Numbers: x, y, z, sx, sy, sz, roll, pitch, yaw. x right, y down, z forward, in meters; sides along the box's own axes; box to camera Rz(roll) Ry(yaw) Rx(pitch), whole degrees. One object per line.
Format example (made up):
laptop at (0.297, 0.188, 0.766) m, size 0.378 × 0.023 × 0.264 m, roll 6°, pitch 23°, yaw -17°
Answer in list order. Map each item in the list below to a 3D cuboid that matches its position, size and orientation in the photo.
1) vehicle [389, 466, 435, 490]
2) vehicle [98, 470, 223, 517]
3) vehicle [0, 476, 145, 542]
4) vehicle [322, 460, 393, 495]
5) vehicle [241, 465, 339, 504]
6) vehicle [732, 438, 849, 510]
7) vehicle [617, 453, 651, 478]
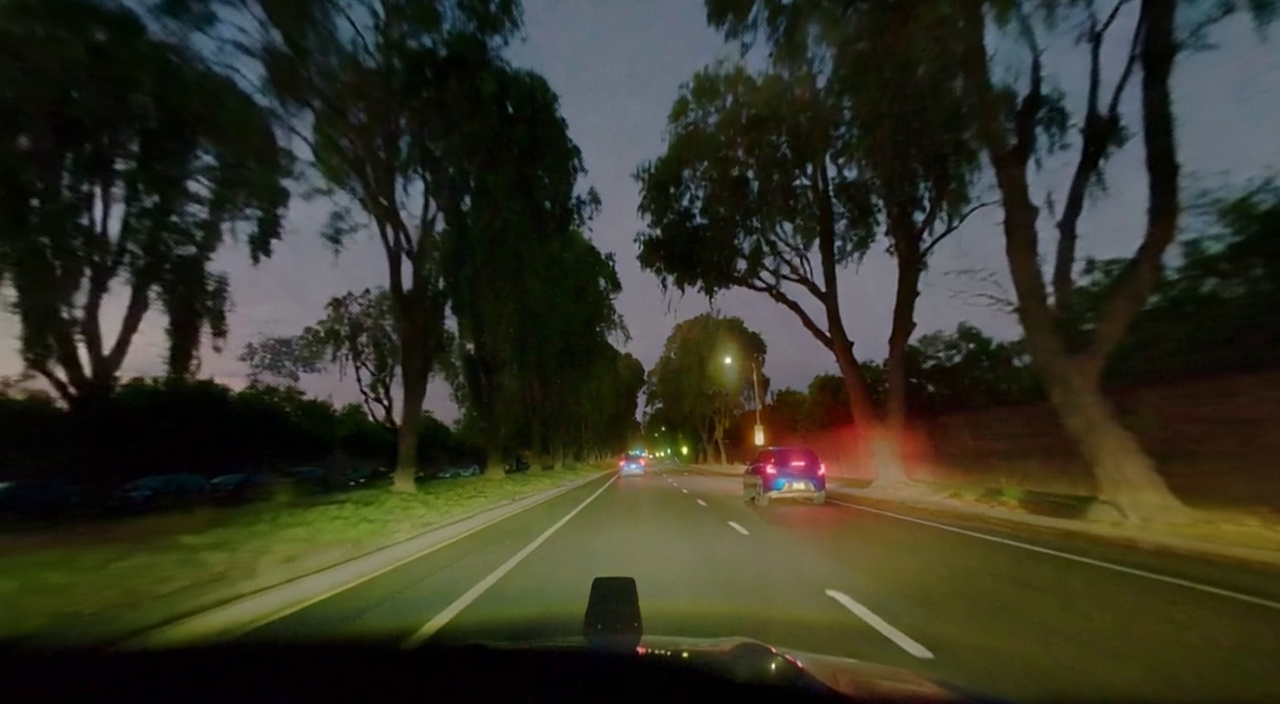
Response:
vehicle at (-17.040, 9.443, 47.493) m, size 1.933 × 1.494 × 4.259 m, roll -1°, pitch -9°, yaw -1°
vehicle at (-21.568, 6.326, 28.711) m, size 1.928 × 1.740 × 4.809 m, roll -1°, pitch -9°, yaw -1°
vehicle at (-17.026, 4.418, 18.181) m, size 1.840 × 1.475 × 4.497 m, roll -1°, pitch -9°, yaw 0°
vehicle at (-17.524, 7.815, 39.529) m, size 2.352 × 1.857 × 4.893 m, roll -3°, pitch -10°, yaw -2°
vehicle at (-17.342, 6.568, 31.642) m, size 2.184 × 1.697 × 4.826 m, roll -1°, pitch -9°, yaw 0°
vehicle at (4.080, 3.409, 18.004) m, size 2.155 × 1.752 × 4.456 m, roll 0°, pitch -9°, yaw -1°
vehicle at (-0.424, 8.368, 46.712) m, size 2.391 × 1.739 × 3.837 m, roll 0°, pitch -9°, yaw 0°
